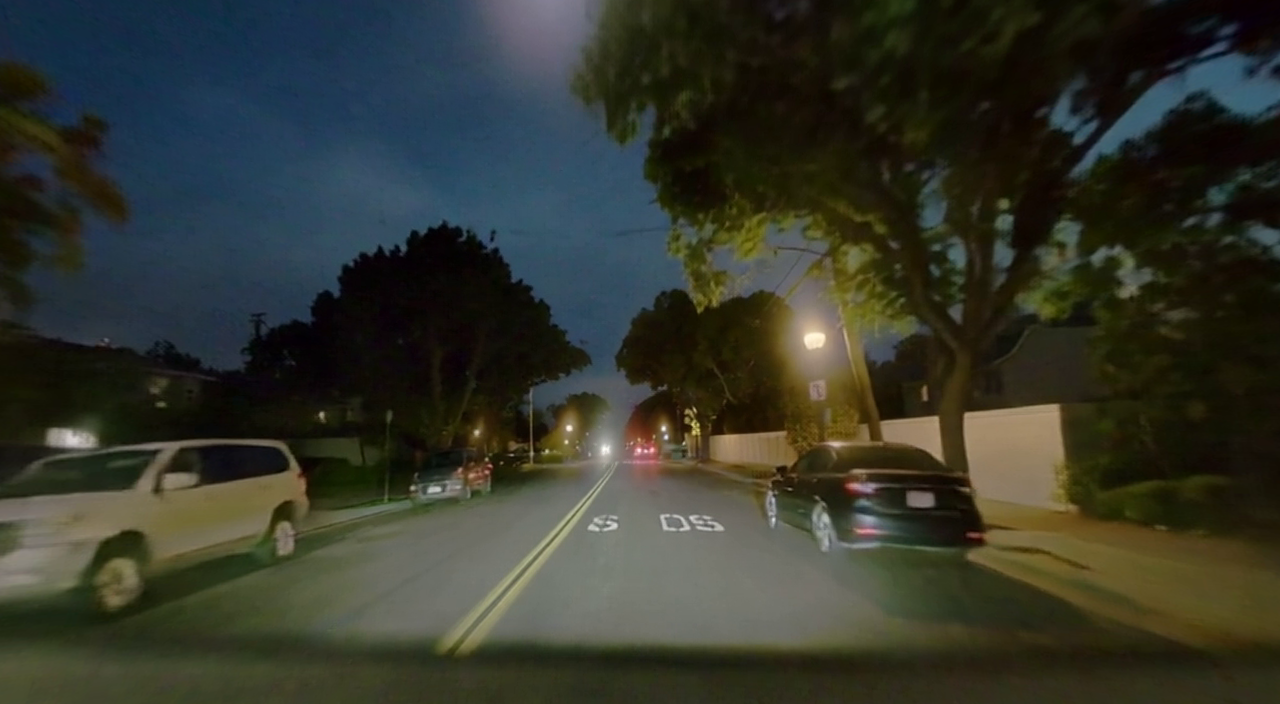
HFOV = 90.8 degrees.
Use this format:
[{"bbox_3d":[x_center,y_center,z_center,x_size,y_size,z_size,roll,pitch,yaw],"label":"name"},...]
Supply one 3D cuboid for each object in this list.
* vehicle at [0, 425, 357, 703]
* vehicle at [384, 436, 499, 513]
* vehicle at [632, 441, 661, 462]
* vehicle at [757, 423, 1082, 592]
[{"bbox_3d":[-5.416,1.829,6.967,2.155,1.907,5.100,-1,-8,1],"label":"vehicle"},{"bbox_3d":[-5.812,3.566,19.072,2.027,1.803,4.306,-4,-6,0],"label":"vehicle"},{"bbox_3d":[0.430,7.299,46.320,2.022,1.481,4.050,0,-8,-1],"label":"vehicle"},{"bbox_3d":[2.994,1.758,8.062,2.047,1.532,4.350,0,-8,-2],"label":"vehicle"}]
